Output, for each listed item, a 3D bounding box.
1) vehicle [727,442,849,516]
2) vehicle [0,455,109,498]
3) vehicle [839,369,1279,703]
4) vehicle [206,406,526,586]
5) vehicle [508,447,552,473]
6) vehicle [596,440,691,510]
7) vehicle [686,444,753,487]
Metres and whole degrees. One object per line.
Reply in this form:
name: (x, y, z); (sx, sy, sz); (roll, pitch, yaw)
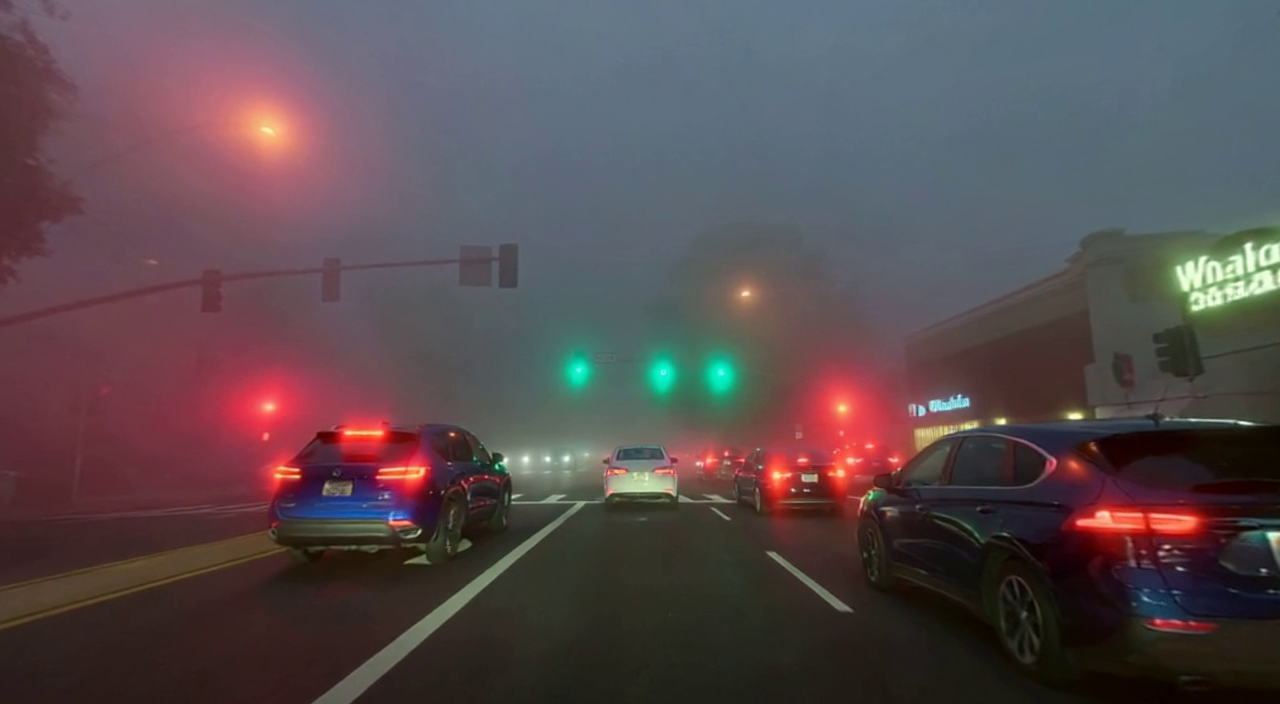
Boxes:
vehicle: (3.353, 2.952, 15.191); (1.865, 1.496, 4.170); (0, -9, -1)
vehicle: (-27.633, 5.693, 29.080); (4.314, 1.768, 2.261); (4, -10, -26)
vehicle: (3.241, 1.219, 4.719); (2.075, 1.661, 4.401); (0, -9, 1)
vehicle: (-3.254, 1.846, 8.935); (2.257, 1.823, 4.777); (-1, -9, 2)
vehicle: (-7.843, 7.714, 45.455); (2.293, 1.777, 4.497); (0, -9, 0)
vehicle: (0.053, 3.105, 16.373); (2.154, 1.577, 3.723); (0, -9, -1)
vehicle: (3.129, 4.576, 25.776); (2.099, 1.553, 4.279); (0, -9, -1)
